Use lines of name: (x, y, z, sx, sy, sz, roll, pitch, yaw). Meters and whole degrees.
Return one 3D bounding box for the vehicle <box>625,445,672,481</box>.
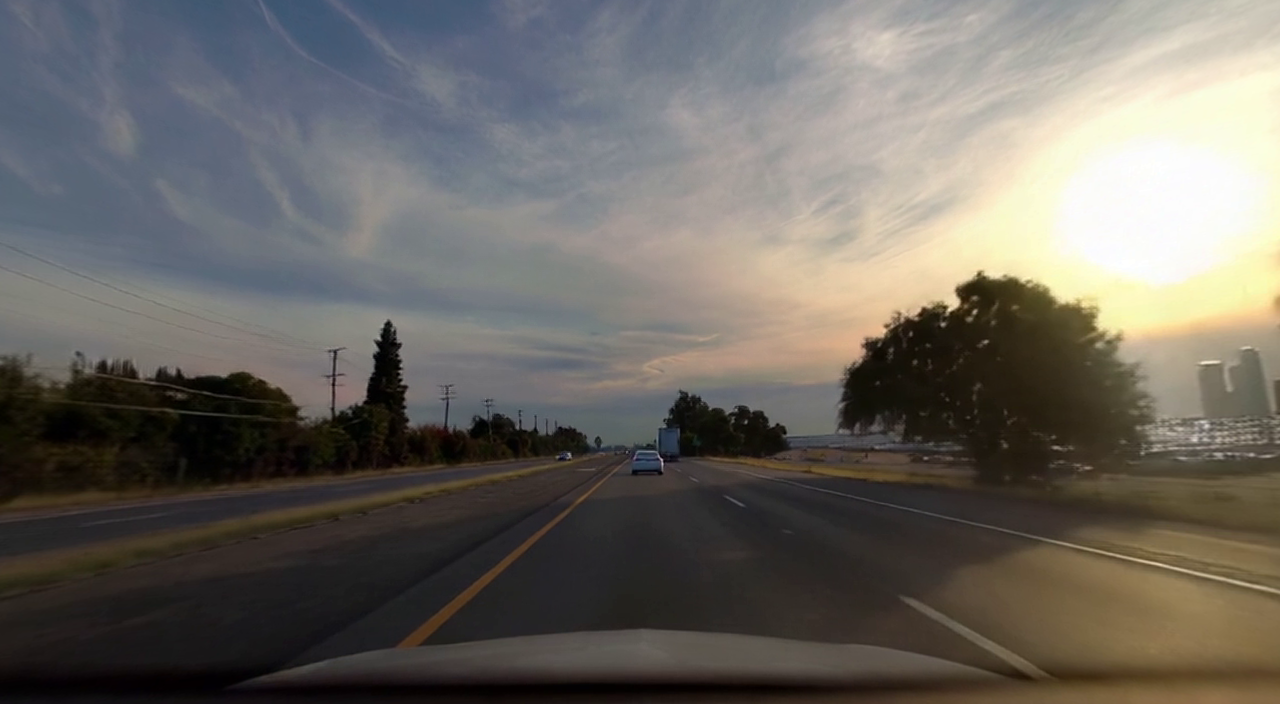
vehicle: (0.379, 5.215, 29.851, 2.045, 1.527, 4.023, 0, -9, 0)
